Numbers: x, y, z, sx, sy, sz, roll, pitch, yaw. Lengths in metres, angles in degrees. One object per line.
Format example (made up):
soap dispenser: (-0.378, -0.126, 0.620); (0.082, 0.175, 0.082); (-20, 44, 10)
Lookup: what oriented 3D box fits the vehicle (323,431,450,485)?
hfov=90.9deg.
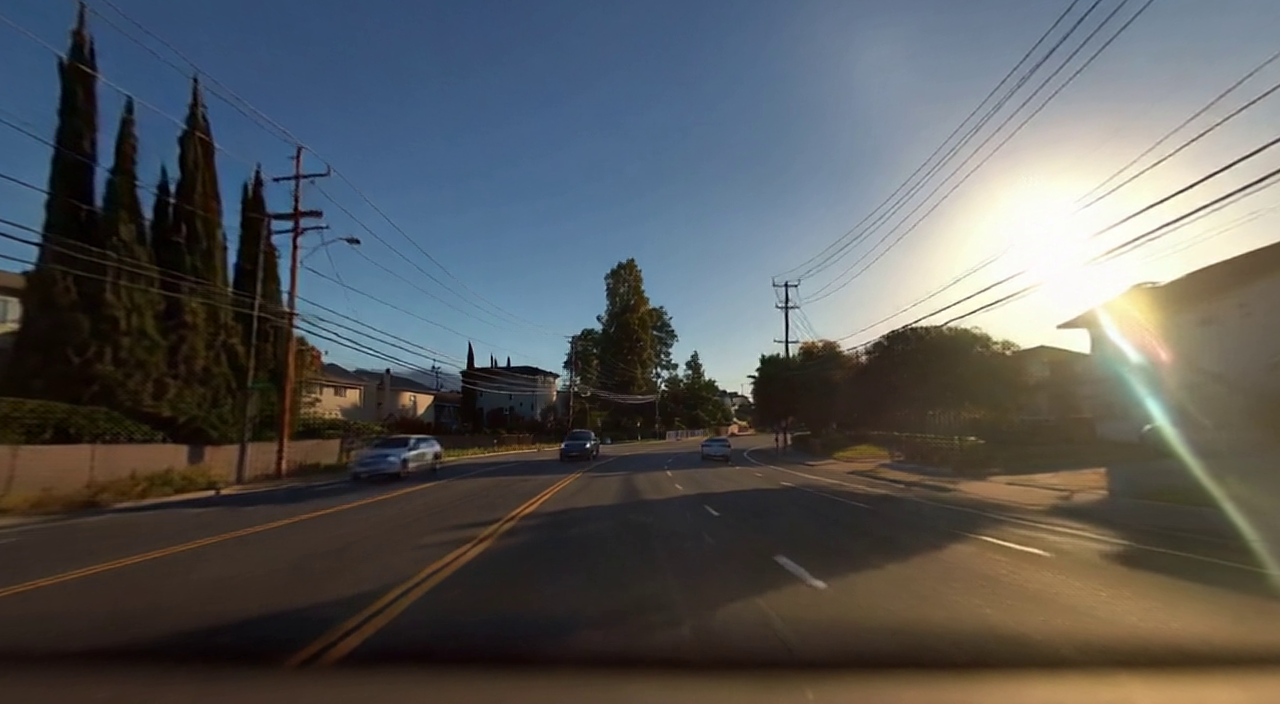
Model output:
vehicle: (-7.789, 3.325, 19.976); (2.019, 1.476, 4.786); (0, -9, 0)

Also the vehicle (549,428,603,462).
vehicle: (-3.551, 5.305, 35.848); (2.191, 1.771, 4.981); (-1, -9, 4)

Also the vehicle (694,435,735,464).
vehicle: (3.996, 5.335, 34.433); (1.982, 1.451, 4.152); (-1, -9, 3)

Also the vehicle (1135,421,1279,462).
vehicle: (22.504, 3.523, 24.809); (4.444, 1.479, 1.913); (0, -8, -2)
